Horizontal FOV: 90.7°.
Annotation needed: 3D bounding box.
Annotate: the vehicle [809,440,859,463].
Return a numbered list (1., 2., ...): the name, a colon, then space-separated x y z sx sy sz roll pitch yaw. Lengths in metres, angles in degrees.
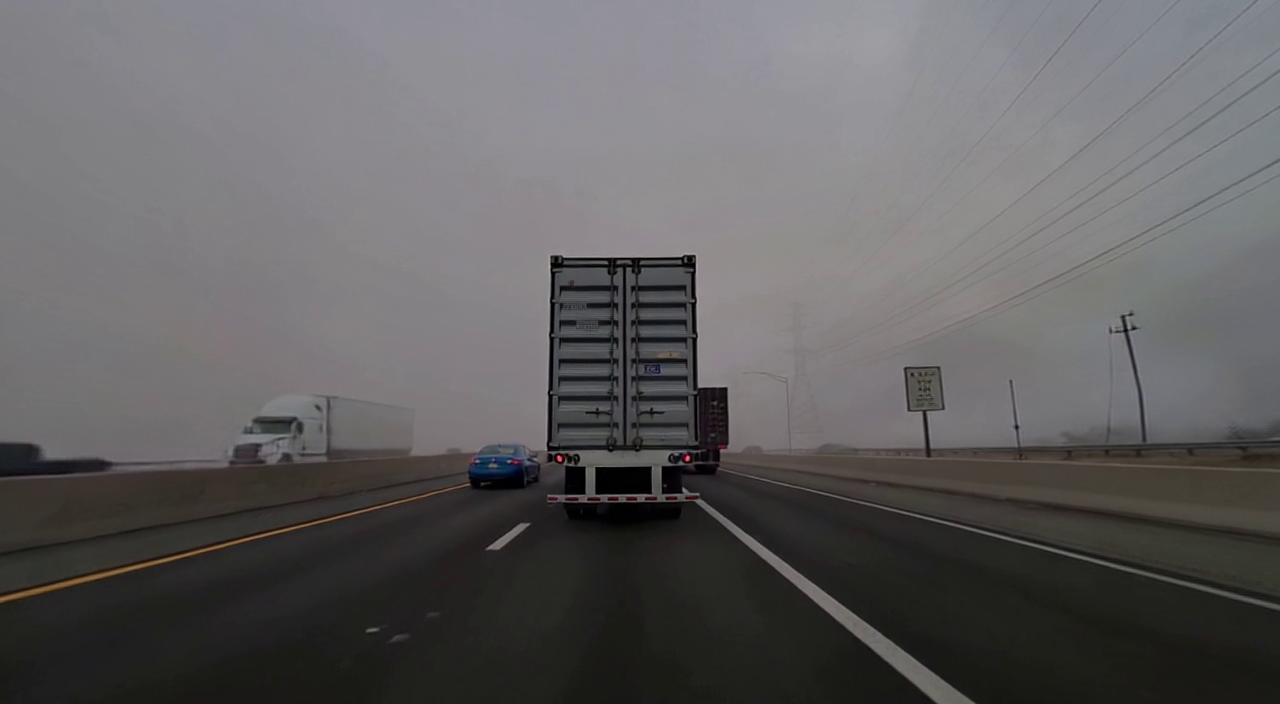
1. vehicle: 13.455 6.928 44.136 2.020 1.546 4.336 0 -9 -2

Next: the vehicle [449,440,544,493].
1. vehicle: -4.434 3.598 20.333 1.993 1.475 4.540 -1 -9 0

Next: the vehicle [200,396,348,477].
1. vehicle: -16.526 3.947 29.263 2.949 3.275 6.439 -1 -9 0

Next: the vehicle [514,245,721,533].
1. vehicle: -0.333 1.354 14.941 2.841 4.071 12.046 -1 -9 0
